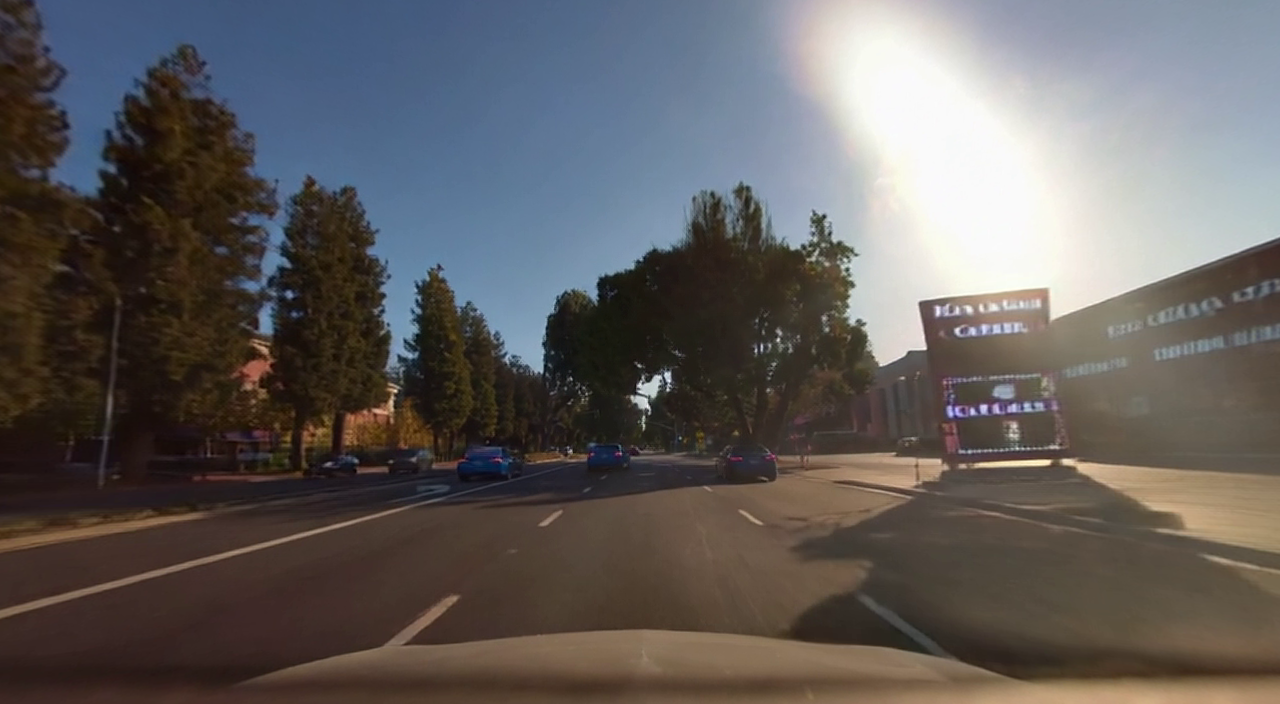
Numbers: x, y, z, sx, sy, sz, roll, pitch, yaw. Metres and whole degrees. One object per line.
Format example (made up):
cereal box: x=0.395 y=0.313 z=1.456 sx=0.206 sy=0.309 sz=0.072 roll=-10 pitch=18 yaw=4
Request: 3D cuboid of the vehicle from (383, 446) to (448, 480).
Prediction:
vehicle: x=-12.040 y=5.952 z=34.102 sx=1.944 sy=1.662 sz=4.160 roll=-1 pitch=-9 yaw=0

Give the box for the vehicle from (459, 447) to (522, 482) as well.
vehicle: x=-6.769 y=5.121 z=29.014 sx=1.993 sy=1.444 sz=3.965 roll=0 pitch=-9 yaw=-1

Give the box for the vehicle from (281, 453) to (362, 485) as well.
vehicle: x=-16.133 y=5.926 z=32.198 sx=1.841 sy=1.479 sz=4.286 roll=-1 pitch=-9 yaw=1

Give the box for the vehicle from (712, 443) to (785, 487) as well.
vehicle: x=4.019 y=4.258 z=24.111 sx=1.977 sy=1.474 sz=4.399 roll=0 pitch=-9 yaw=-1

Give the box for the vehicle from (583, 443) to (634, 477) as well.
vehicle: x=-1.455 y=5.221 z=30.647 sx=2.001 sy=1.504 sz=4.212 roll=-1 pitch=-9 yaw=4
